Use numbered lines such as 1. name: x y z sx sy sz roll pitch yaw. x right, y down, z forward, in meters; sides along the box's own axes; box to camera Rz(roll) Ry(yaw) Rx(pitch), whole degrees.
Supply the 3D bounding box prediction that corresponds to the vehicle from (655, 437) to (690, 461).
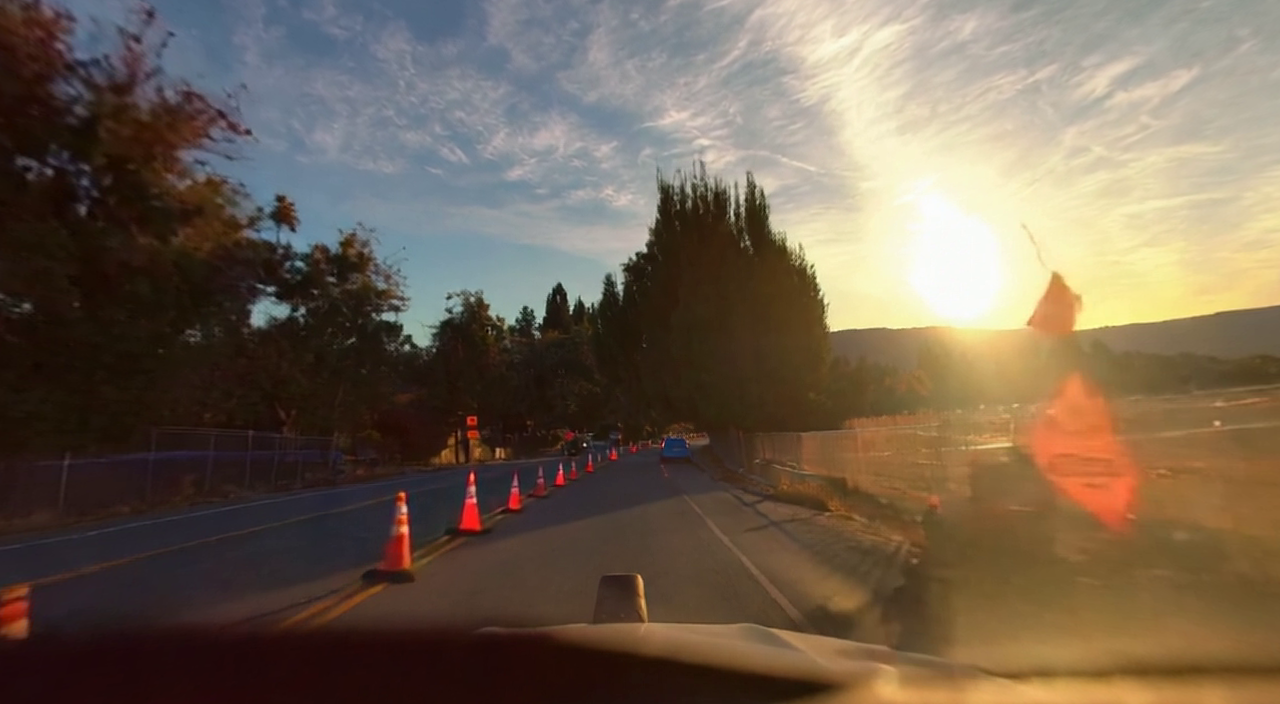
1. vehicle: 2.093 6.307 40.996 2.172 1.486 3.581 -1 -9 3
